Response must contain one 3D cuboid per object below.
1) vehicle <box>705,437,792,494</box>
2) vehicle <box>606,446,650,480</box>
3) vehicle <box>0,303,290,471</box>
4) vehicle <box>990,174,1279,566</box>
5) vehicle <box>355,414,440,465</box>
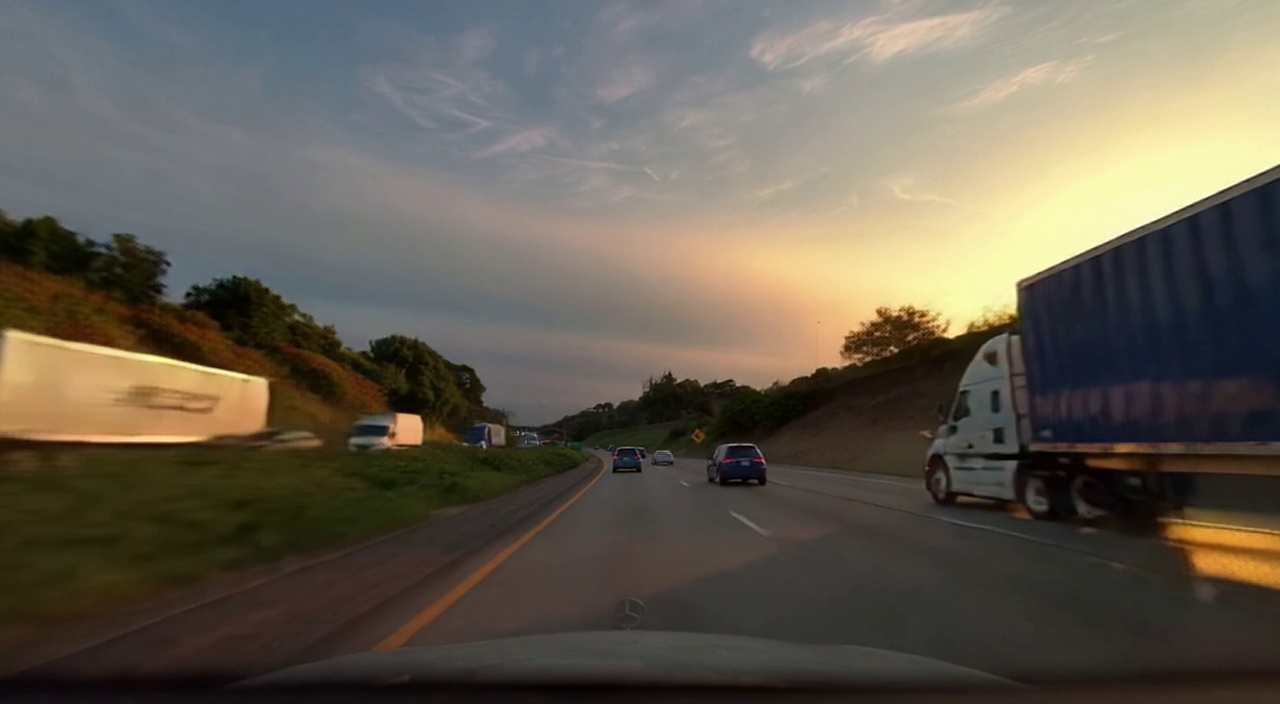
[{"bbox_3d":[3.321,3.593,20.154,2.013,1.623,3.916,0,-9,-1],"label":"vehicle"},{"bbox_3d":[-0.642,5.472,31.313,2.050,1.534,3.771,0,-9,-2],"label":"vehicle"},{"bbox_3d":[-16.425,1.426,18.583,2.926,3.856,16.459,0,-9,0],"label":"vehicle"},{"bbox_3d":[8.075,-0.124,4.511,2.965,3.990,14.227,0,-9,0],"label":"vehicle"},{"bbox_3d":[-13.317,4.937,35.182,2.216,2.612,6.339,0,-9,0],"label":"vehicle"}]
